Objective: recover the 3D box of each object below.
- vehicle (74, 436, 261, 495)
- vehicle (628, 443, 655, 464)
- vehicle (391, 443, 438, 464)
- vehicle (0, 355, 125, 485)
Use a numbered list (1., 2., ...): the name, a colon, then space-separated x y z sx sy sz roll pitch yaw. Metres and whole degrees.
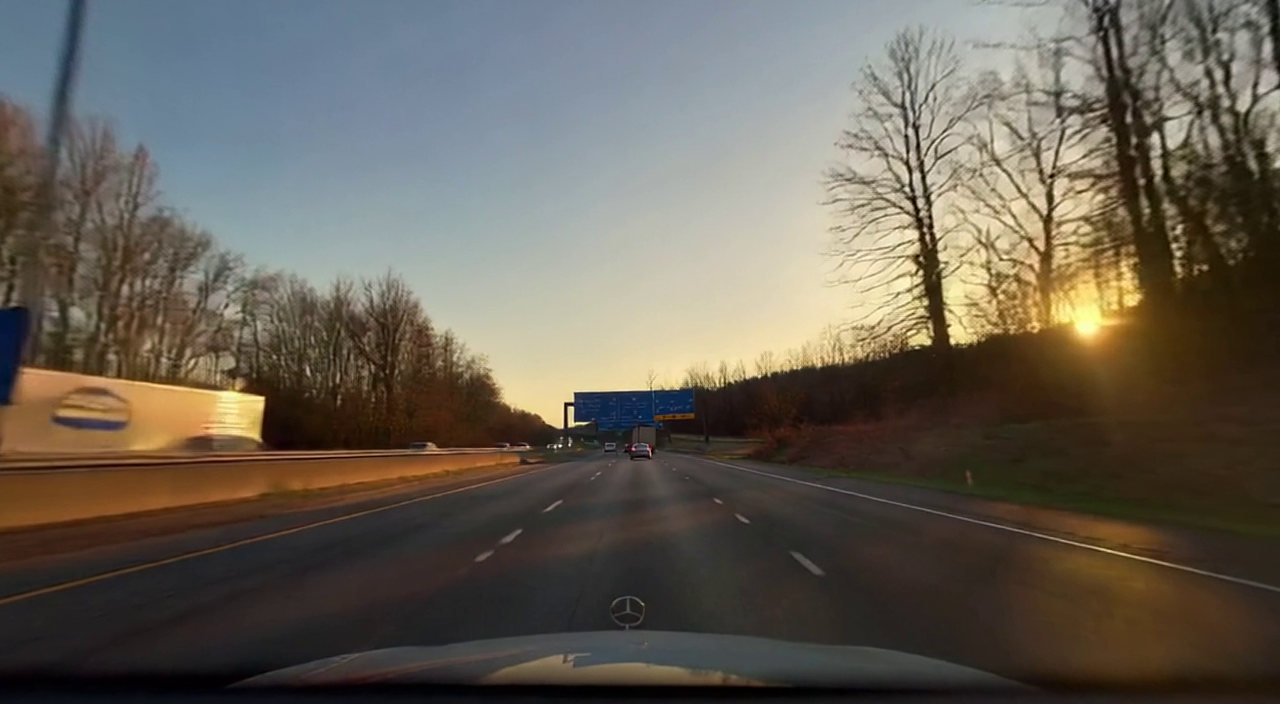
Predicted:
1. vehicle: -13.453 3.237 18.345 1.845 1.493 4.625 0 -8 0
2. vehicle: 0.099 7.469 46.345 1.859 1.478 3.799 0 -8 0
3. vehicle: -17.263 7.767 48.309 1.927 1.509 4.717 0 -8 0
4. vehicle: -21.065 2.007 18.673 2.940 3.918 9.839 0 -9 0
